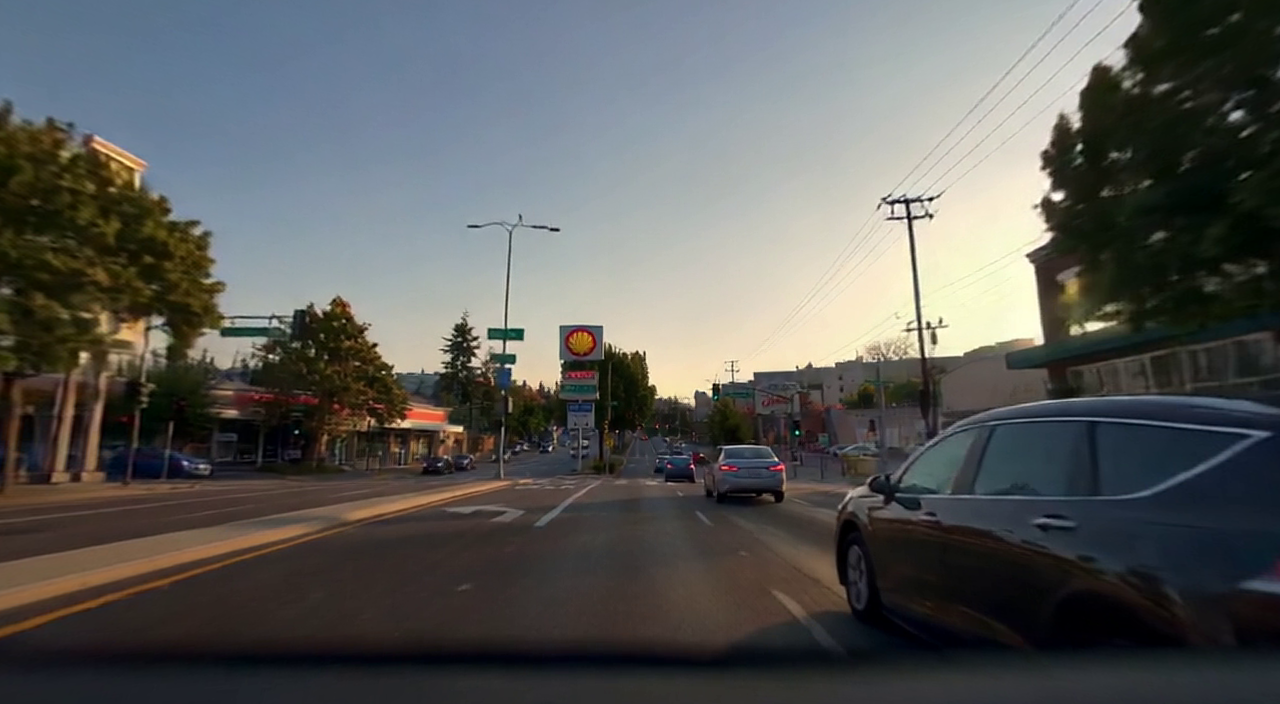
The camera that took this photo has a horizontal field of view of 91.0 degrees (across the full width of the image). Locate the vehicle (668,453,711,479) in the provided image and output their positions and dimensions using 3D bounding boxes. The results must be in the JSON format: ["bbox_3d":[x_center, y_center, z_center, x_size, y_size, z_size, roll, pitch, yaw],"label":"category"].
[{"bbox_3d":[2.989,6.986,38.930,2.282,1.458,4.362,0,-9,-1],"label":"vehicle"}]

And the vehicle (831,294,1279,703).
[{"bbox_3d":[2.710,0.922,2.854,2.183,1.720,4.842,0,-9,0],"label":"vehicle"}]

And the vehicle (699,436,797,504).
[{"bbox_3d":[2.920,3.293,17.950,1.999,1.679,4.217,0,-9,-1],"label":"vehicle"}]

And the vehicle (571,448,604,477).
[{"bbox_3d":[-3.764,7.825,44.237,2.189,1.836,4.693,0,-12,-6],"label":"vehicle"}]
